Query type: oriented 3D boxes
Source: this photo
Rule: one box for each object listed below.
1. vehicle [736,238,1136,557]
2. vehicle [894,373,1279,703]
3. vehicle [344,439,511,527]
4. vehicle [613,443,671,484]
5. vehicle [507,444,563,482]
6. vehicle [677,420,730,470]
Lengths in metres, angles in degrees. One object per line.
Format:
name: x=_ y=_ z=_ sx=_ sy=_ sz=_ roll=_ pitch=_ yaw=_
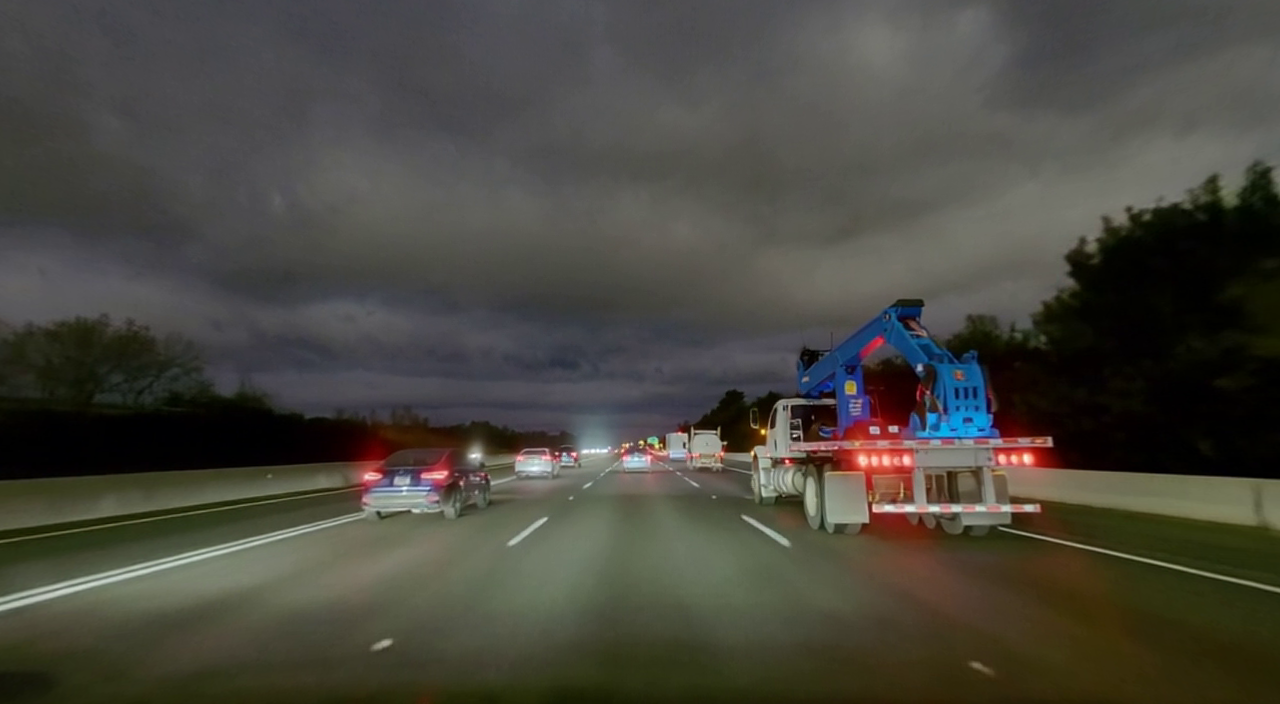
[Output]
vehicle: x=3.923 y=1.093 z=11.311 sx=2.975 sy=3.618 sz=8.456 roll=0 pitch=-9 yaw=0
vehicle: x=4.071 y=1.081 z=3.834 sx=2.599 sy=1.631 sz=5.693 roll=0 pitch=-9 yaw=-1
vehicle: x=-4.223 y=2.674 z=13.403 sx=1.880 sy=1.507 sz=4.757 roll=0 pitch=-9 yaw=0
vehicle: x=-0.004 y=4.455 z=25.352 sx=2.150 sy=1.498 sz=3.988 roll=0 pitch=-9 yaw=-2
vehicle: x=-4.601 y=4.919 z=28.022 sx=1.858 sy=1.527 sz=3.974 roll=0 pitch=-9 yaw=0
vehicle: x=3.886 y=5.940 z=39.921 sx=2.416 sy=2.829 sz=7.016 roll=0 pitch=-9 yaw=-2
